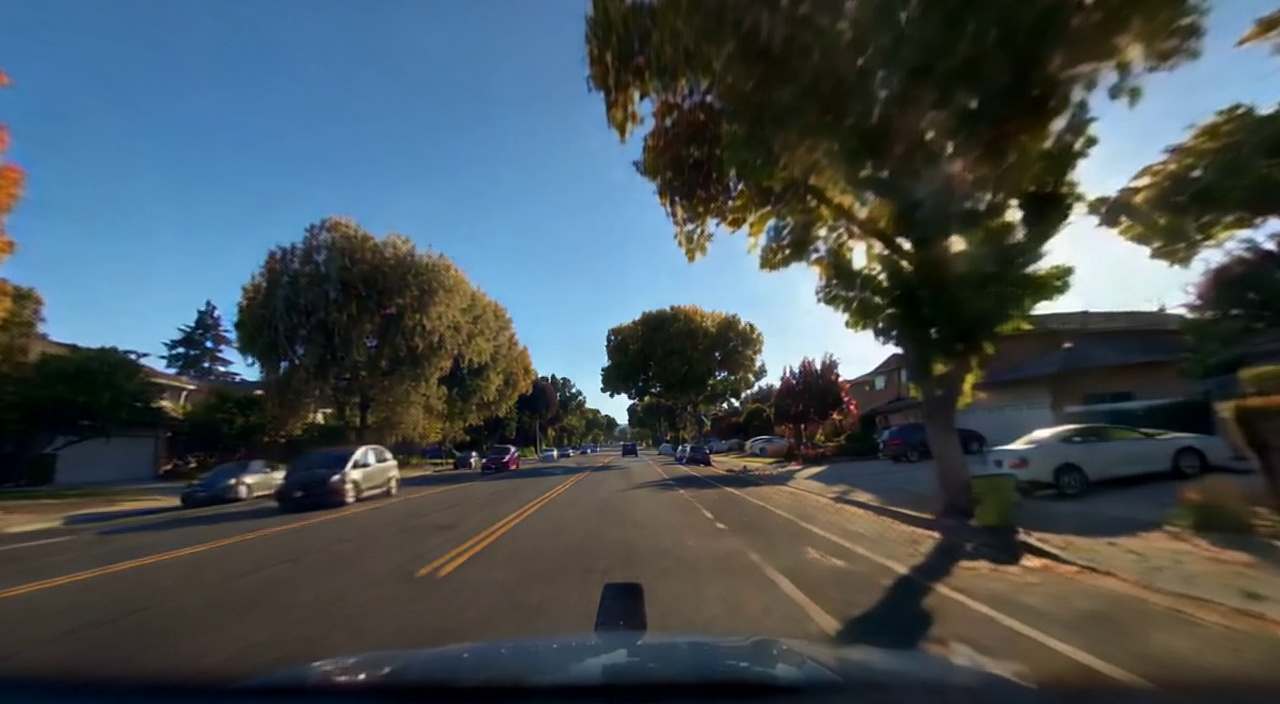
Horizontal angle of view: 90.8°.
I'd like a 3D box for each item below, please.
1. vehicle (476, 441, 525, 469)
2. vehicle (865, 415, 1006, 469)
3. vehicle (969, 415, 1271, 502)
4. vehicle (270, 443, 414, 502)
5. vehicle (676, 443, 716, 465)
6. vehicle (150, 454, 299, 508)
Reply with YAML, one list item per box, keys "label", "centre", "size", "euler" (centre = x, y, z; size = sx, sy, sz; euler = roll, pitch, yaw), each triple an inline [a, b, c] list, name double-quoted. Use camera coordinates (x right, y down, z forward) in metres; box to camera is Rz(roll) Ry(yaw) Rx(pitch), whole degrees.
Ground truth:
- label: "vehicle"
  centre: [-8.738, 6.488, 39.937]
  size: [2.030, 1.632, 4.520]
  euler: [0, -8, 0]
- label: "vehicle"
  centre: [11.931, 3.659, 25.737]
  size: [4.625, 1.711, 1.910]
  euler: [-5, -8, 1]
- label: "vehicle"
  centre: [9.701, 2.171, 13.079]
  size: [4.690, 1.579, 1.878]
  euler: [-1, -8, -1]
- label: "vehicle"
  centre: [-8.520, 3.453, 18.648]
  size: [1.973, 1.509, 4.651]
  euler: [0, -8, 0]
- label: "vehicle"
  centre: [3.809, 7.045, 43.984]
  size: [1.946, 1.431, 4.695]
  euler: [1, -8, -5]
- label: "vehicle"
  centre: [-13.346, 4.121, 20.689]
  size: [1.850, 1.472, 4.511]
  euler: [0, -8, -1]
